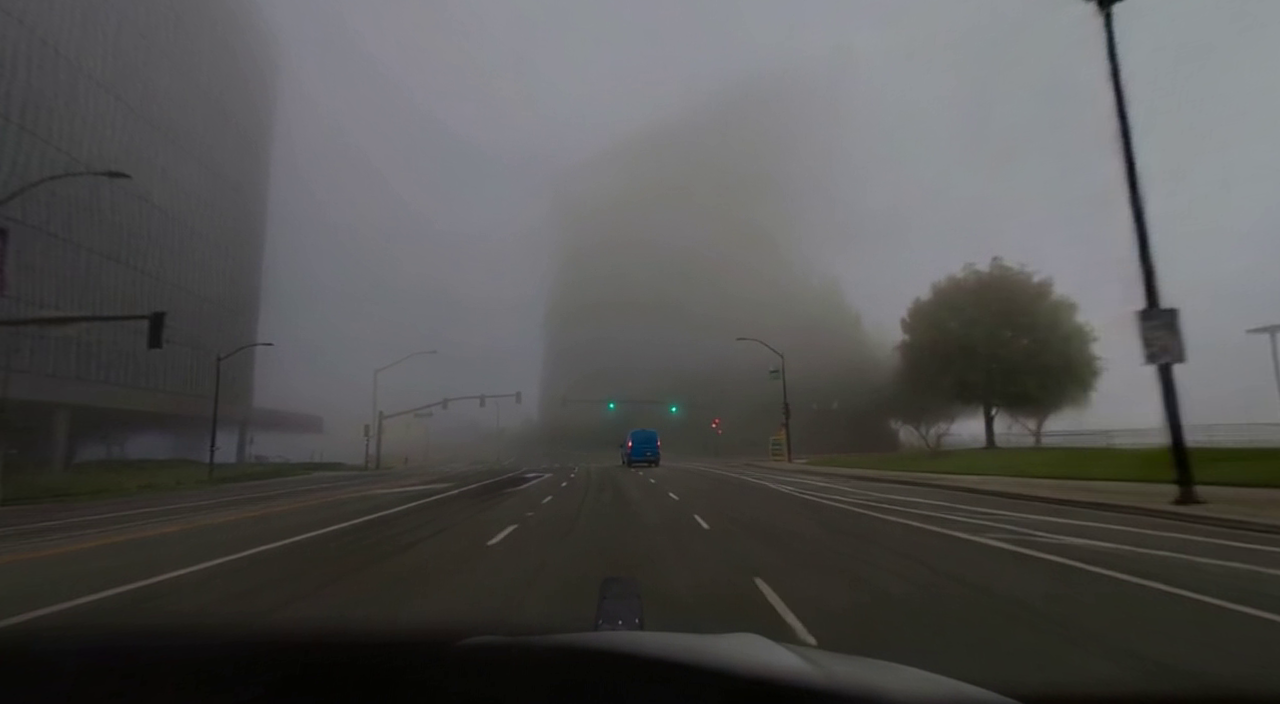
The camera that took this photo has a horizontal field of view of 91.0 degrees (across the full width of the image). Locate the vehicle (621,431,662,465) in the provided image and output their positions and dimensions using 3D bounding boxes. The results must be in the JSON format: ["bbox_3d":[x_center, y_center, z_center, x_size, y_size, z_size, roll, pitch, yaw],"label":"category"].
[{"bbox_3d":[0.045,6.798,44.681,2.339,2.244,4.817,1,-8,-7],"label":"vehicle"}]
